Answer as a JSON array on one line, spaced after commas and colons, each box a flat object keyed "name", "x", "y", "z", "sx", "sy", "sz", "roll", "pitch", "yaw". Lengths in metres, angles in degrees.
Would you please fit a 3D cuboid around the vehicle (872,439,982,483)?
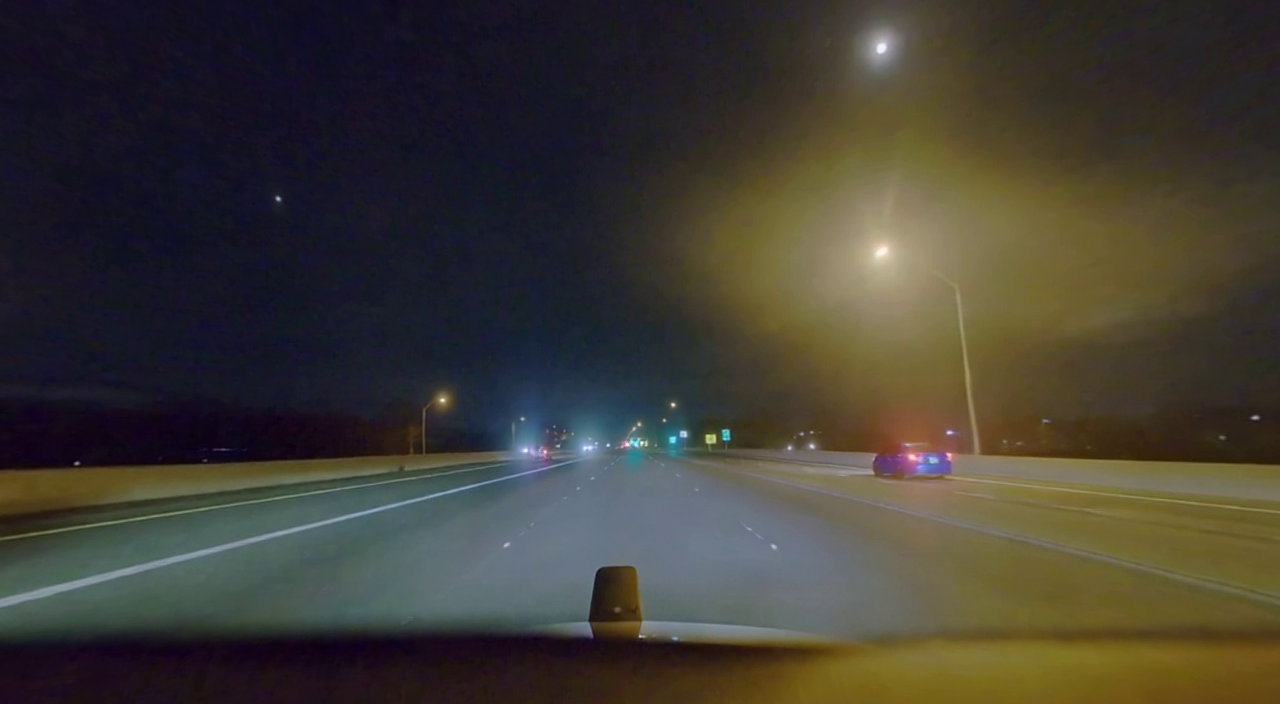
[{"name": "vehicle", "x": 10.685, "y": 4.081, "z": 23.938, "sx": 1.985, "sy": 1.493, "sz": 4.486, "roll": 0, "pitch": -8, "yaw": -1}]
